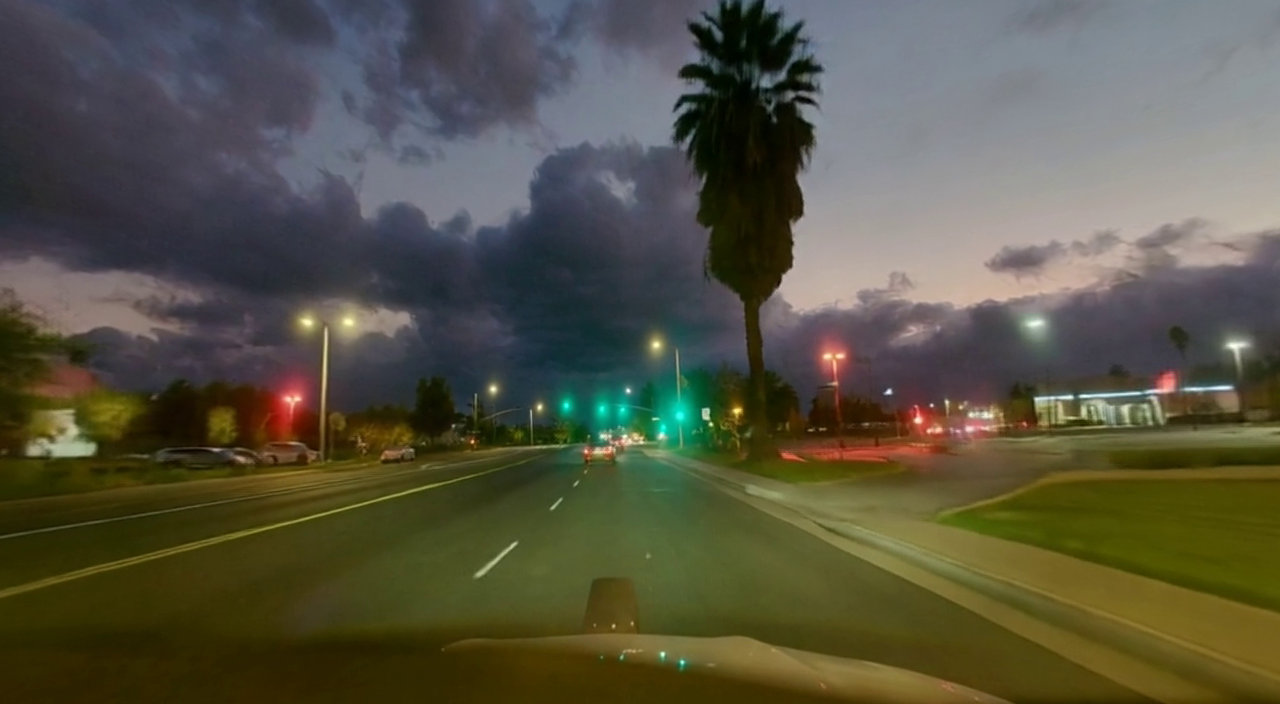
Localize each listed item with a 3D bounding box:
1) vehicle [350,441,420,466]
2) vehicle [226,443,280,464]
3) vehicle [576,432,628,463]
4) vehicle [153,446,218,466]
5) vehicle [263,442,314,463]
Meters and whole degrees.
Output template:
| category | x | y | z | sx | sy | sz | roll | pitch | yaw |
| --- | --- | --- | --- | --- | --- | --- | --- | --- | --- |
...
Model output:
| category | x | y | z | sx | sy | sz | roll | pitch | yaw |
| --- | --- | --- | --- | --- | --- | --- | --- | --- | --- |
| vehicle | -16.141 | 6.382 | 39.916 | 4.784 | 1.487 | 1.903 | -6 | -10 | 37 |
| vehicle | -30.204 | 7.909 | 49.412 | 1.812 | 1.585 | 3.938 | 0 | -8 | -3 |
| vehicle | -1.940 | 5.070 | 33.465 | 2.060 | 1.526 | 3.859 | -1 | -8 | 7 |
| vehicle | -35.718 | 8.143 | 49.796 | 1.940 | 1.474 | 4.384 | 0 | -8 | -2 |
| vehicle | -27.691 | 7.878 | 49.853 | 1.816 | 1.586 | 3.958 | 0 | -8 | -2 |
